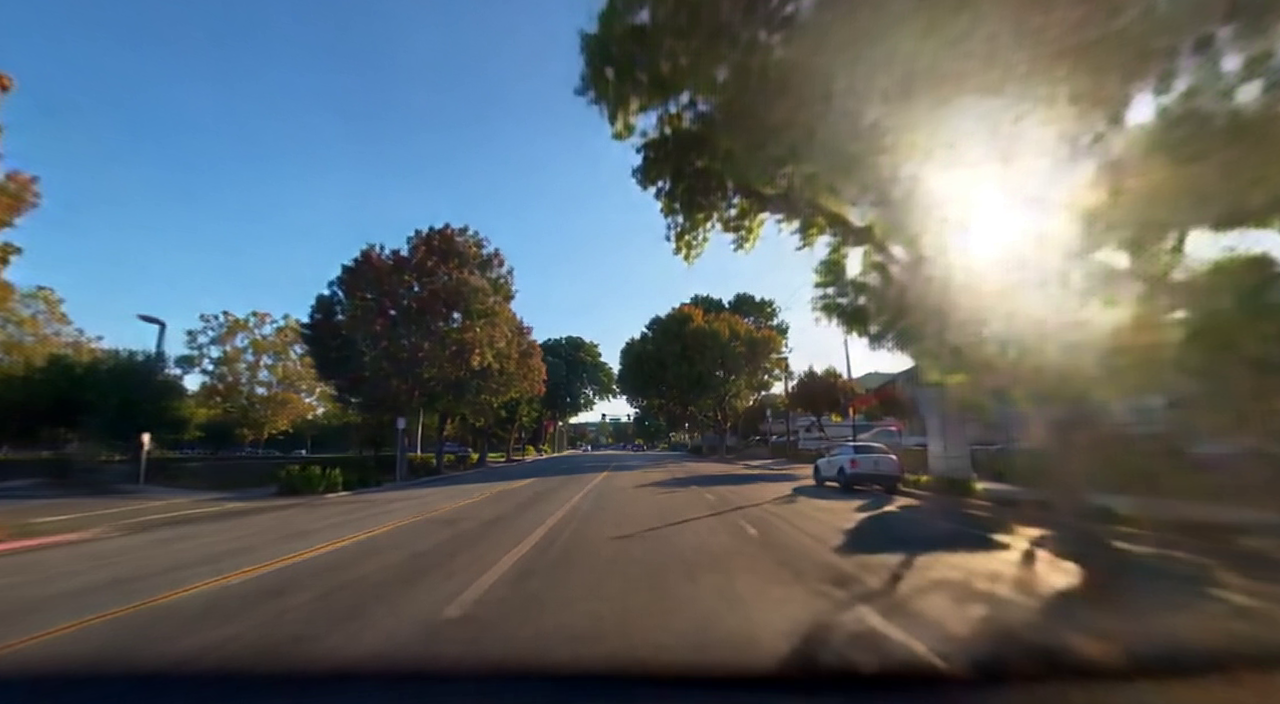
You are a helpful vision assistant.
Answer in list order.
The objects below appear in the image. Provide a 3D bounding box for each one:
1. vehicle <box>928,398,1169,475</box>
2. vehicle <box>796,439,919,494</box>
[{"bbox_3d":[17.219,3.620,27.163,8.016,2.965,3.192,-1,-8,1],"label":"vehicle"},{"bbox_3d":[6.416,3.414,19.244,1.993,1.461,4.269,0,-8,-3],"label":"vehicle"}]
